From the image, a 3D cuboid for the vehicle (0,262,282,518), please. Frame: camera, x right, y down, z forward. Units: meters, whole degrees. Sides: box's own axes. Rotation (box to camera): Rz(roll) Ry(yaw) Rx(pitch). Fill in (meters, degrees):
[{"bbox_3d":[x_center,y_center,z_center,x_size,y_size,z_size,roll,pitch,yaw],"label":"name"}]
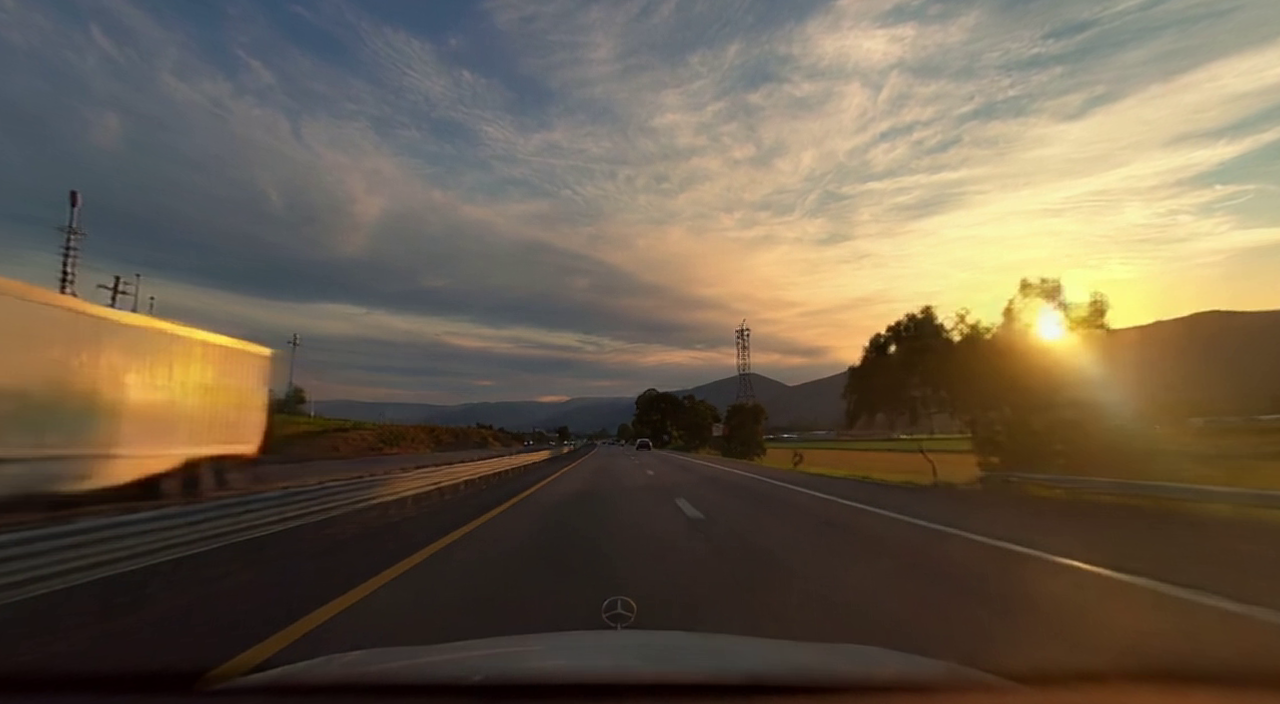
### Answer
[{"bbox_3d":[-11.908,0.762,11.135,3.200,4.073,14.310,0,-8,-2],"label":"vehicle"}]
